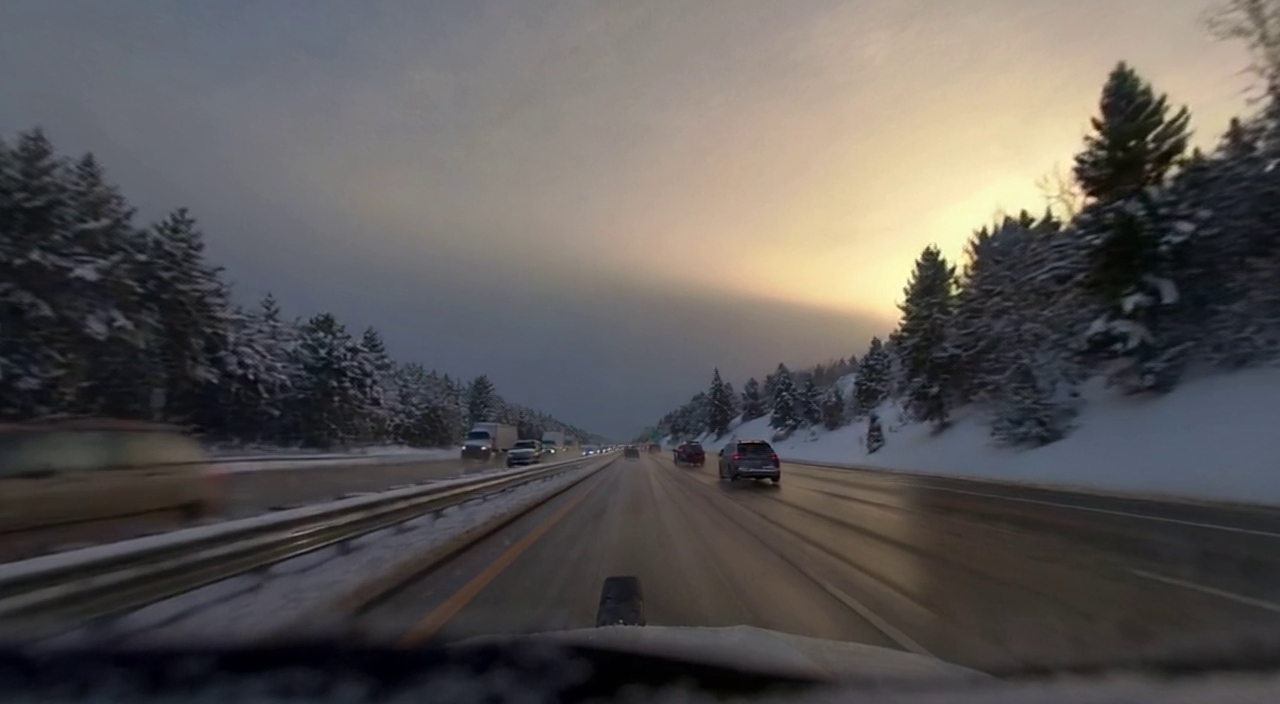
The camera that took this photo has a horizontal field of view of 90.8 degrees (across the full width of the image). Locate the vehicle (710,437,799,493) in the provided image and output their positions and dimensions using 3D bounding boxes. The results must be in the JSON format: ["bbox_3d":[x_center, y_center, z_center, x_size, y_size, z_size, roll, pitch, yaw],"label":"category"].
[{"bbox_3d":[3.564,3.619,20.505,2.023,1.603,4.159,0,-9,-1],"label":"vehicle"}]

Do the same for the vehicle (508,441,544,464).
[{"bbox_3d":[-8.692,7.734,48.439,1.988,1.672,4.426,0,-9,0],"label":"vehicle"}]

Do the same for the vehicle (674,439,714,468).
[{"bbox_3d":[3.460,6.664,41.391,2.070,1.751,4.576,0,-9,-2],"label":"vehicle"}]
